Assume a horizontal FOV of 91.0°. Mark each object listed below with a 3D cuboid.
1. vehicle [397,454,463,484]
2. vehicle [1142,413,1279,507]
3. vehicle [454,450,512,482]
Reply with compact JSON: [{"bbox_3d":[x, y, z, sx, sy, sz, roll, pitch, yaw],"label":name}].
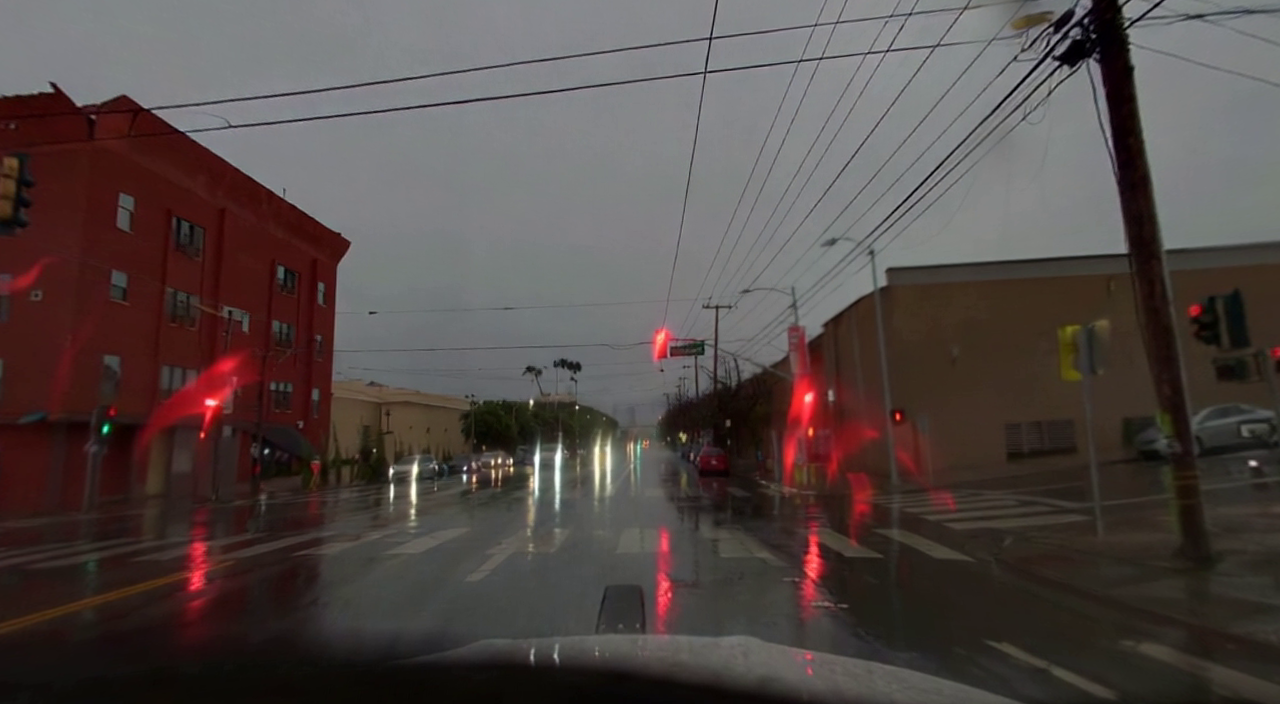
[{"bbox_3d":[-12.000,6.693,36.298,1.943,1.574,4.727,0,-9,3],"label":"vehicle"},{"bbox_3d":[12.745,2.173,12.826,3.234,1.746,1.941,-1,-9,1],"label":"vehicle"},{"bbox_3d":[-8.702,6.313,35.216,2.020,1.672,3.842,0,-9,3],"label":"vehicle"}]
